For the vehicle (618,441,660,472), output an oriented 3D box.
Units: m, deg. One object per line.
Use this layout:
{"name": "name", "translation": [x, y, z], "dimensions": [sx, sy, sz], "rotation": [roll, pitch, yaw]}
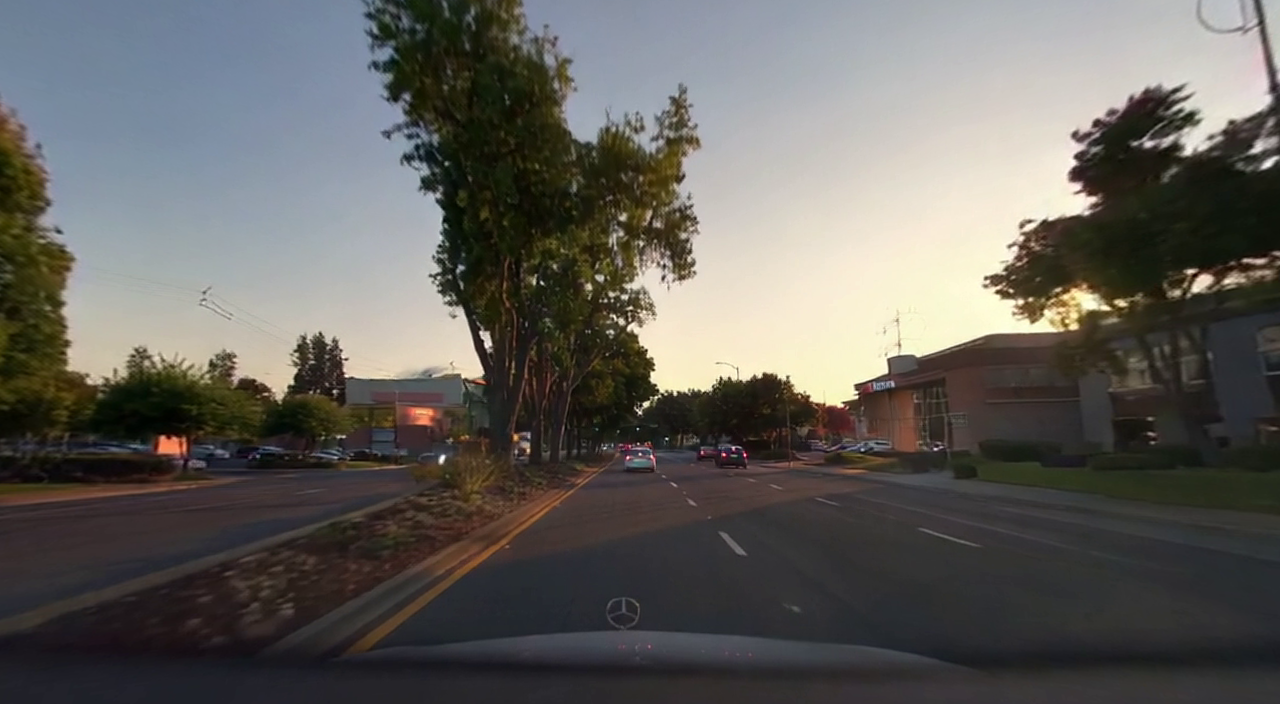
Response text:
{"name": "vehicle", "translation": [-0.051, 5.537, 33.748], "dimensions": [2.072, 1.545, 4.578], "rotation": [0, -8, 0]}
